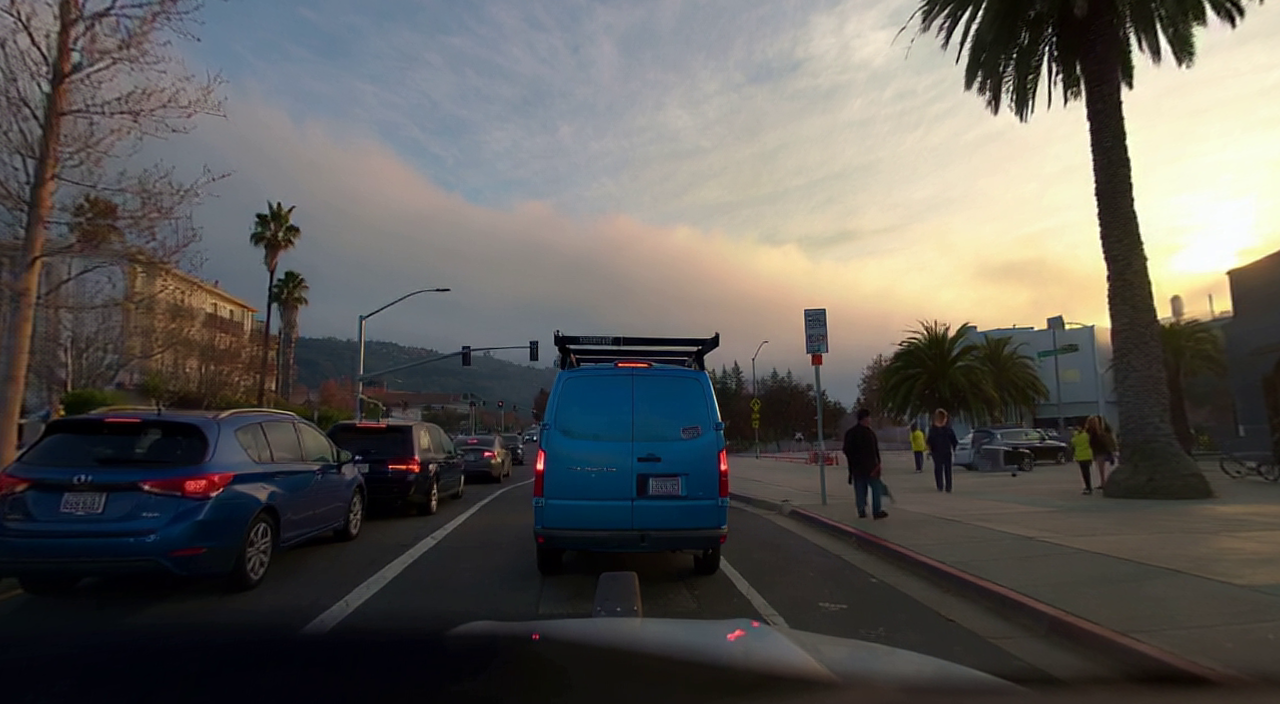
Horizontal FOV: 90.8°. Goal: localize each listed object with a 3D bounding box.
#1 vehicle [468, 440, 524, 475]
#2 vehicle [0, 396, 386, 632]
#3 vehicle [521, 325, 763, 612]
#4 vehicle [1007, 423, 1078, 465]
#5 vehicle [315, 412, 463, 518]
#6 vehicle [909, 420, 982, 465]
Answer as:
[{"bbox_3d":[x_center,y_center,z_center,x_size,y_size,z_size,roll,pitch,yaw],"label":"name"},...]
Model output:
[{"bbox_3d":[-6.820,4.893,29.588,1.818,1.479,4.428,4,-9,-22],"label":"vehicle"},{"bbox_3d":[-4.387,1.466,6.673,1.986,1.643,4.315,1,-9,-6],"label":"vehicle"},{"bbox_3d":[-0.191,1.219,7.192,1.902,2.238,4.263,1,-9,-6],"label":"vehicle"},{"bbox_3d":[15.806,3.618,24.725,2.048,1.475,3.972,-6,-10,34],"label":"vehicle"},{"bbox_3d":[-5.203,2.409,13.905,2.089,1.854,5.022,2,-9,-11],"label":"vehicle"},{"bbox_3d":[12.659,3.762,26.048,2.046,1.675,3.924,-6,-10,33],"label":"vehicle"}]
